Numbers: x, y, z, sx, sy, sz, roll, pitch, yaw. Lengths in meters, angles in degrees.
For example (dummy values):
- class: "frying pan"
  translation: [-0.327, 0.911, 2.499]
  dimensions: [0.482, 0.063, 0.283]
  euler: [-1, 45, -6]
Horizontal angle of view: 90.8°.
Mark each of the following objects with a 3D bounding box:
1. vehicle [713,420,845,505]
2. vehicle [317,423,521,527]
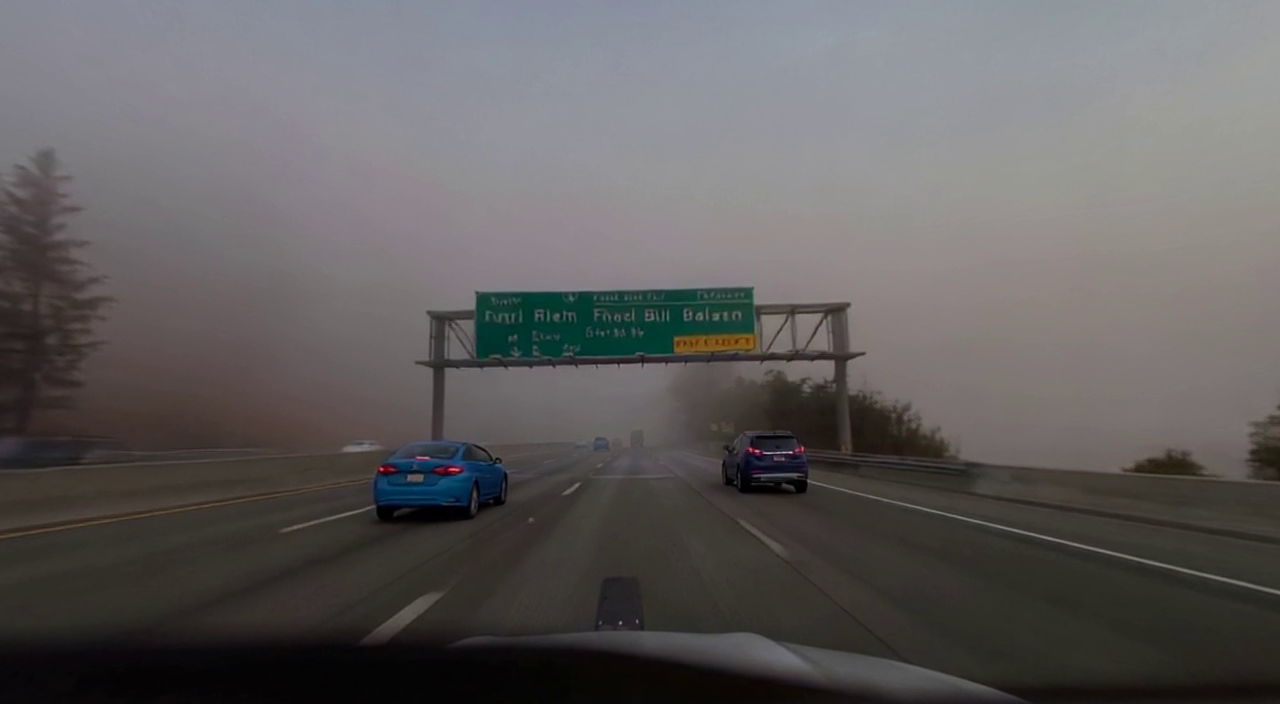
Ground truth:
- class: "vehicle"
  translation: [3.076, 2.559, 14.979]
  dimensions: [2.053, 1.714, 4.097]
  euler: [0, -9, -2]
- class: "vehicle"
  translation: [-3.856, 2.268, 12.187]
  dimensions: [2.118, 1.573, 4.940]
  euler: [0, -9, 0]
